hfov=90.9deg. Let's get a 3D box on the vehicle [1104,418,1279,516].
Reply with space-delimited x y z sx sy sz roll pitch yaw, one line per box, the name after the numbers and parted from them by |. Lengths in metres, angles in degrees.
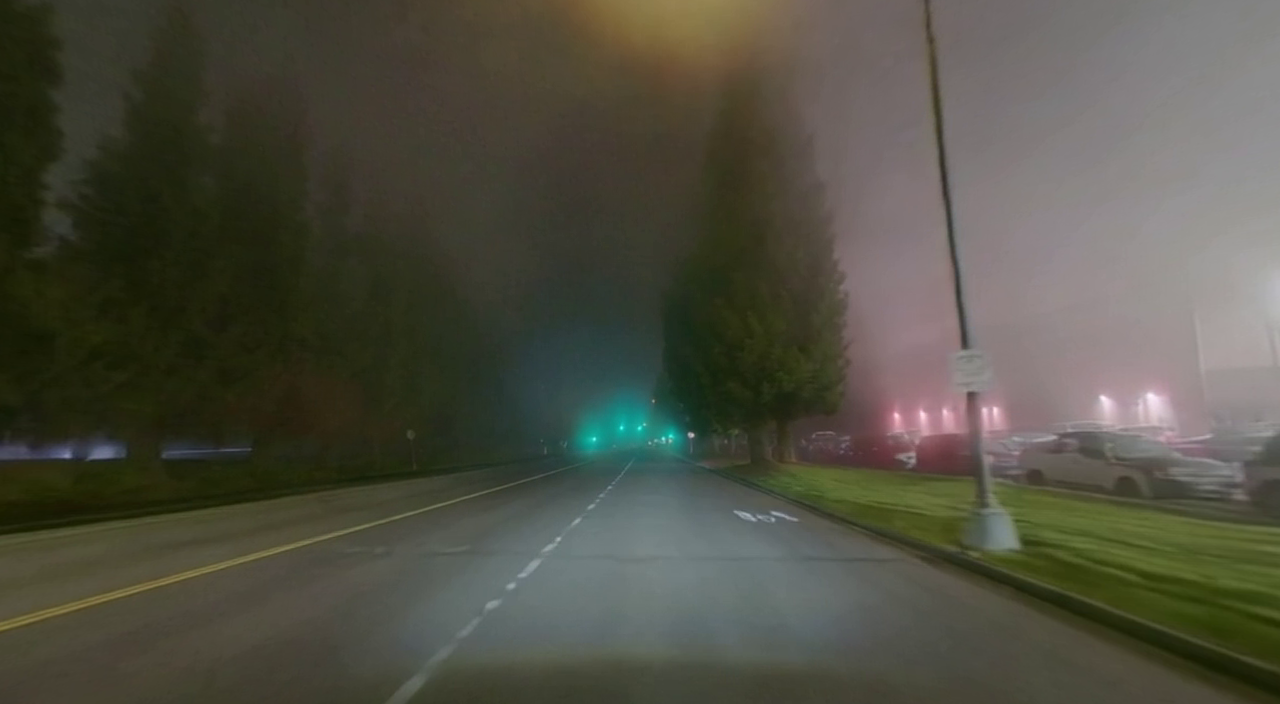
11.171 2.011 11.008 4.463 1.540 1.945 0 -10 3 | vehicle
